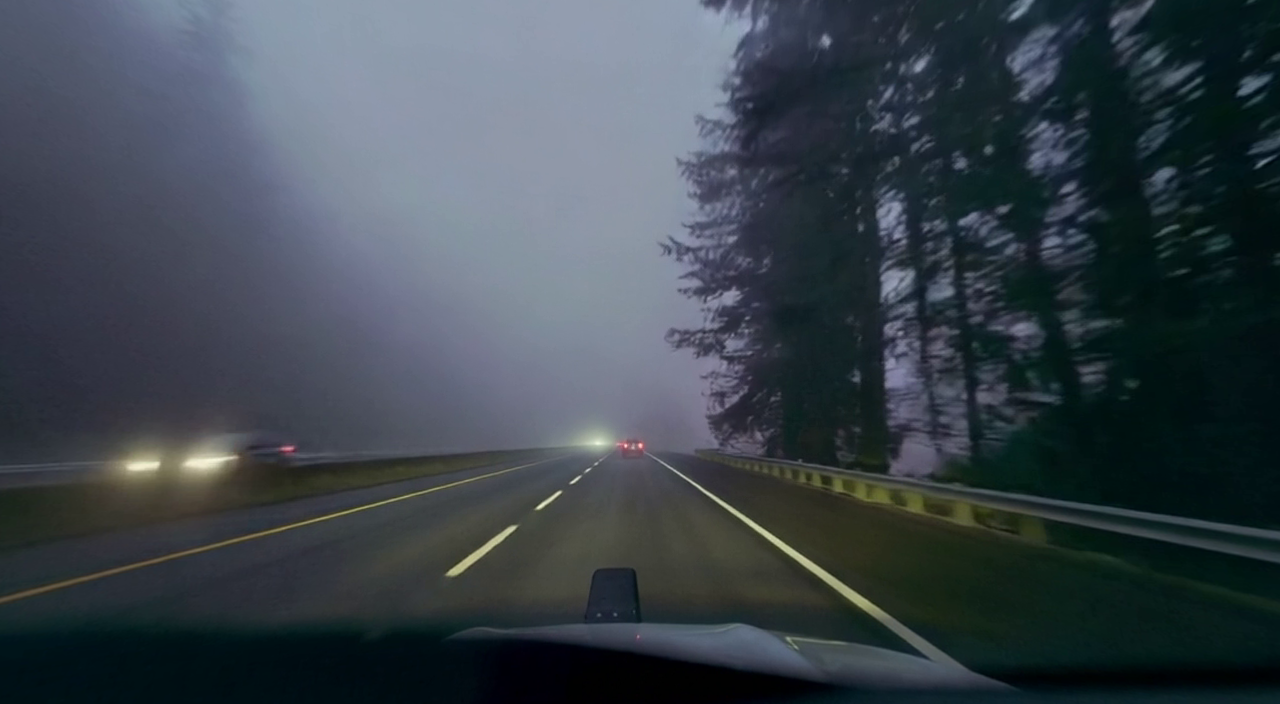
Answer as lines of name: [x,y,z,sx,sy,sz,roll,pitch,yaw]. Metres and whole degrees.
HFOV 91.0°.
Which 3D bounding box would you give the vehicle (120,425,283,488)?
vehicle: [-13.896,3.321,20.385,1.991,1.780,4.619,0,-8,-2]
